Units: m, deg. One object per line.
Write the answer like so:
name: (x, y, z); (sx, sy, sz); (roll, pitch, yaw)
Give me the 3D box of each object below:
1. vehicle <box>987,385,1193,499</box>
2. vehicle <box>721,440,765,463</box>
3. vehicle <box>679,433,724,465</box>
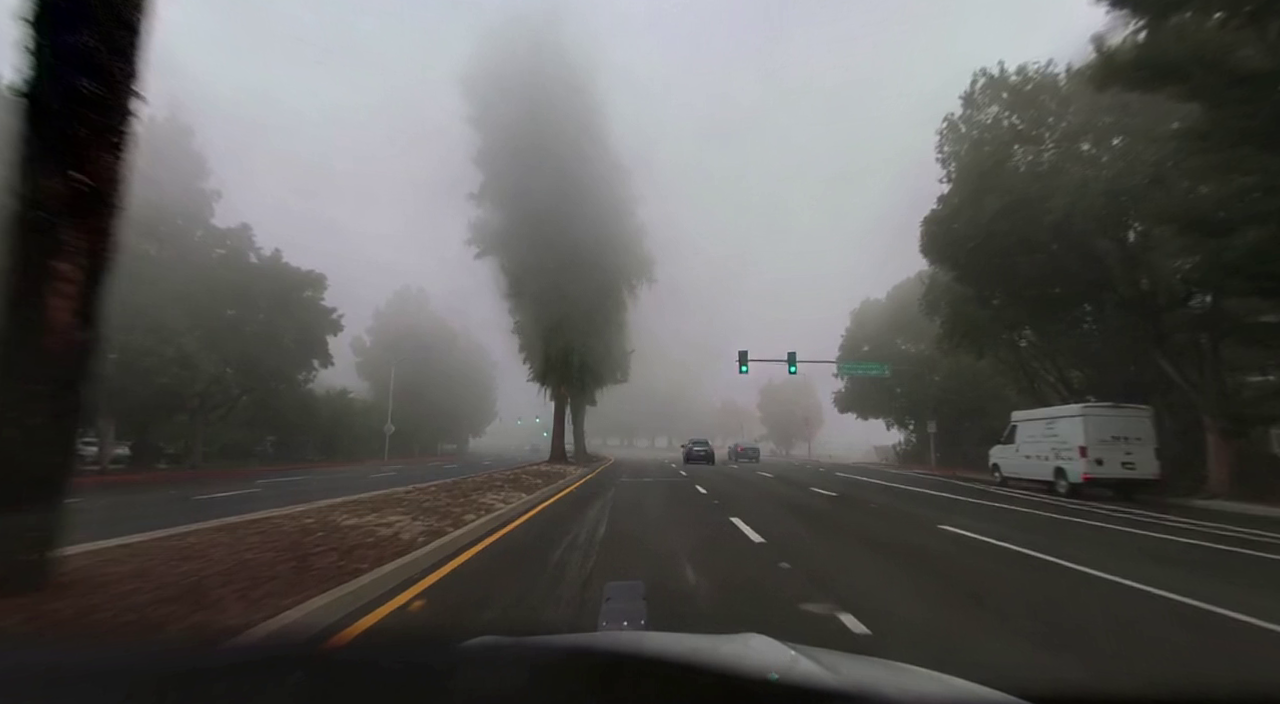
vehicle: (14.068, 2.902, 20.400); (2.703, 3.137, 5.589); (-1, -8, 4)
vehicle: (6.976, 6.776, 43.122); (1.969, 1.522, 4.609); (0, -8, -3)
vehicle: (3.668, 5.910, 38.483); (2.046, 1.818, 4.603); (0, -8, -3)
